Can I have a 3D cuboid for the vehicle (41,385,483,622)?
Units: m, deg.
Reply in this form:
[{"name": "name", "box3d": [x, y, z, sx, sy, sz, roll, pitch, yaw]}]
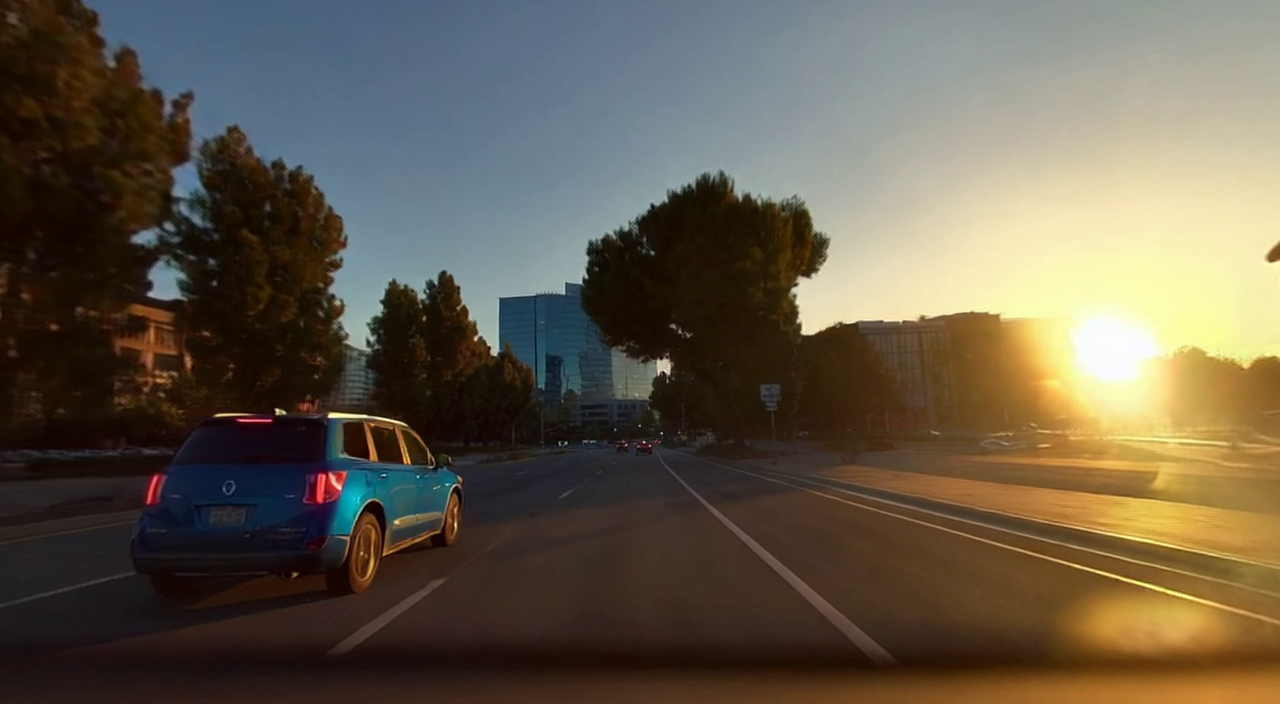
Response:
[{"name": "vehicle", "box3d": [-3.317, 1.430, 6.894, 2.033, 1.713, 4.503, 0, -8, 0]}]
